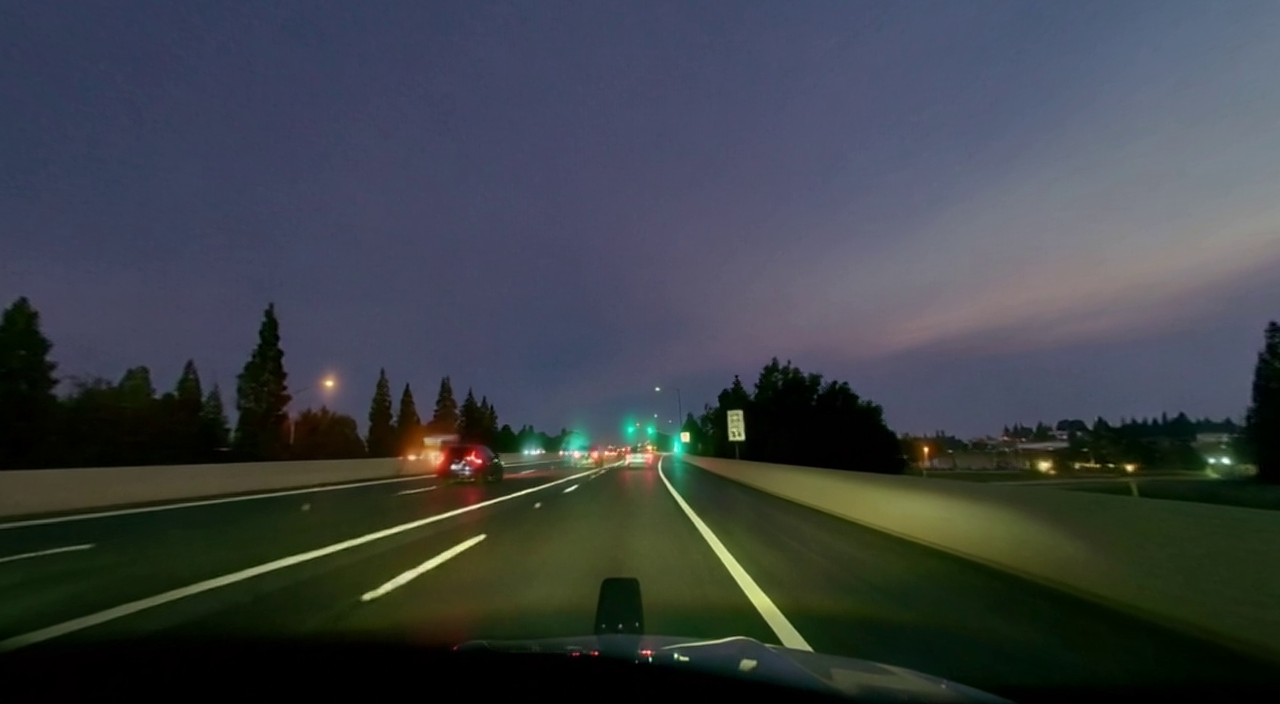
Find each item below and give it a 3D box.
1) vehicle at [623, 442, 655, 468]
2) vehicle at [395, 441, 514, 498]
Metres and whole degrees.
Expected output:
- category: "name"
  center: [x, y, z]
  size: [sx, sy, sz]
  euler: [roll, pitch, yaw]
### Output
- category: "vehicle"
  center: [-0.013, 7.388, 45.532]
  size: [2.179, 1.742, 4.396]
  euler: [0, -9, 1]
- category: "vehicle"
  center: [-5.657, 3.640, 20.020]
  size: [2.102, 1.562, 4.884]
  euler: [-1, -9, 3]
